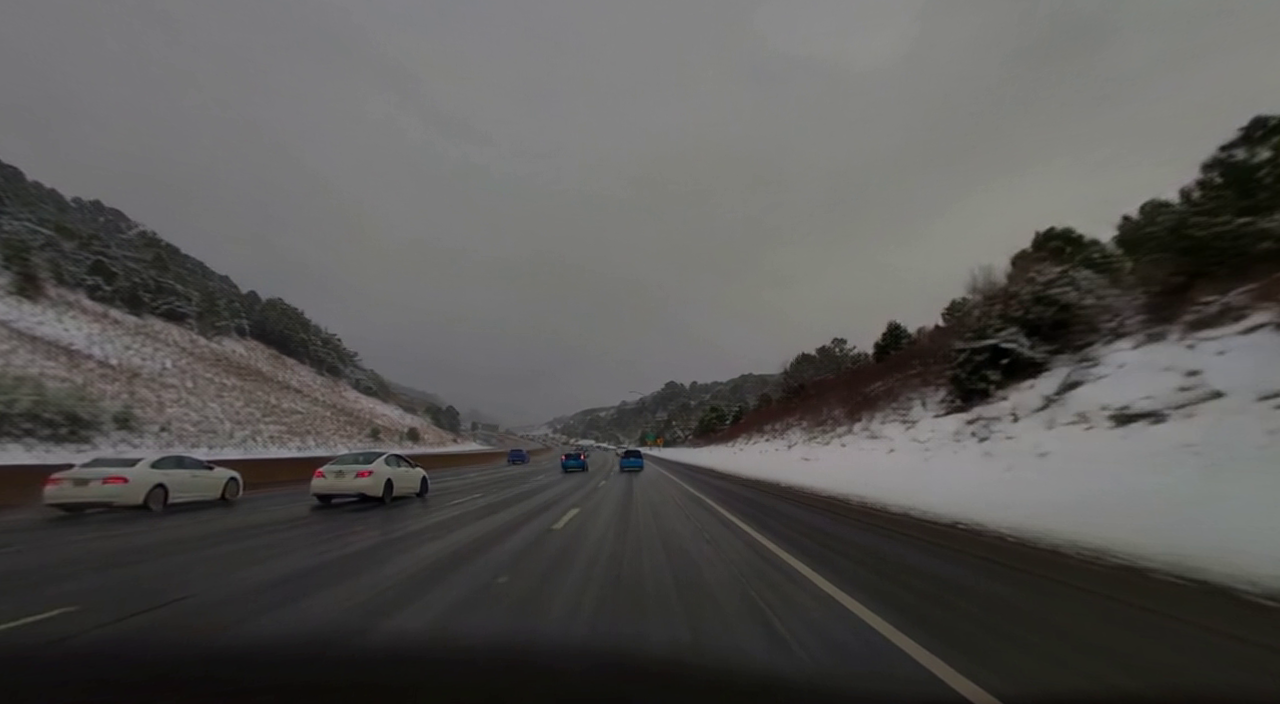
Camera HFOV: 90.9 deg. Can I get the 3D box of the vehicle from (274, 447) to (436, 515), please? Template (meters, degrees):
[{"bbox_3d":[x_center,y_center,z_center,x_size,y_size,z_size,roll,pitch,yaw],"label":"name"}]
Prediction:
[{"bbox_3d":[-6.852,3.107,15.776,1.991,1.441,4.265,0,-8,1],"label":"vehicle"}]

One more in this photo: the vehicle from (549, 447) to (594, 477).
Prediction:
[{"bbox_3d":[-3.861,6.252,36.148,2.144,1.505,4.649,0,-8,-1],"label":"vehicle"}]

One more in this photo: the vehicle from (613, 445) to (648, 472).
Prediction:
[{"bbox_3d":[-0.687,7.034,42.062,2.225,1.674,4.044,0,-8,-2],"label":"vehicle"}]

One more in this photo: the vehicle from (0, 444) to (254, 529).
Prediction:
[{"bbox_3d":[-11.096,2.798,13.901,2.048,1.501,4.898,0,-8,0],"label":"vehicle"}]
